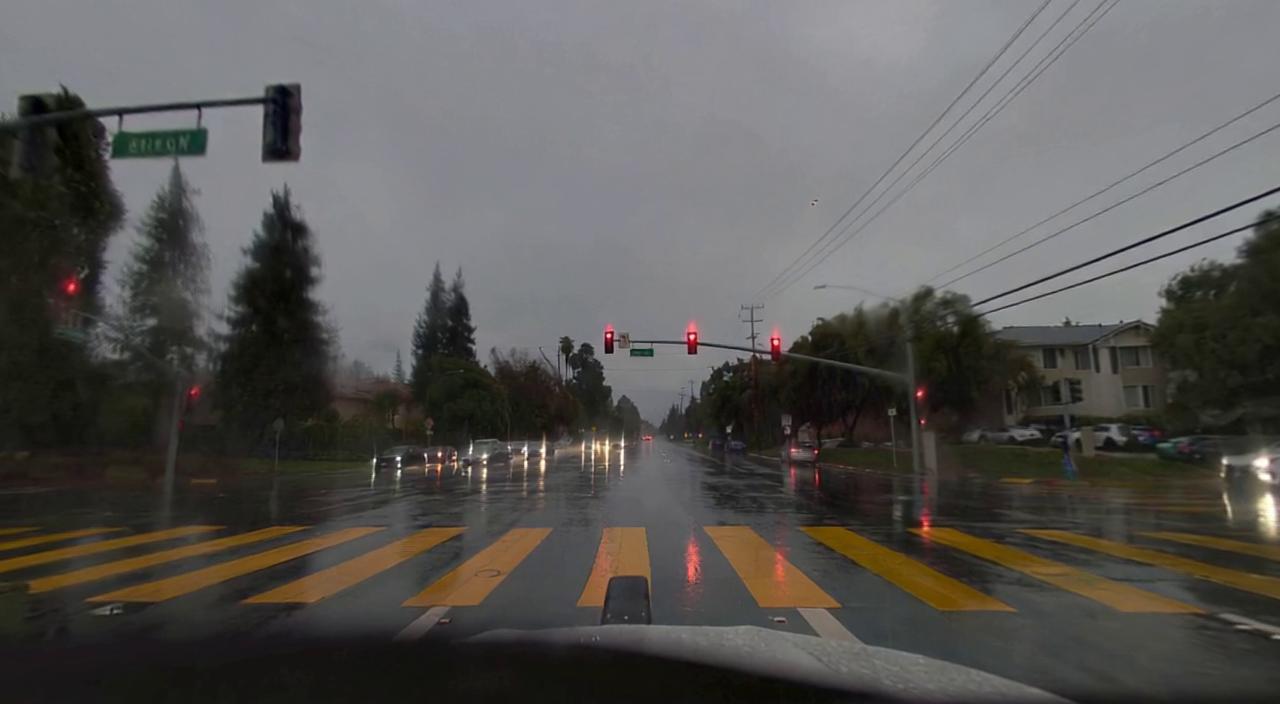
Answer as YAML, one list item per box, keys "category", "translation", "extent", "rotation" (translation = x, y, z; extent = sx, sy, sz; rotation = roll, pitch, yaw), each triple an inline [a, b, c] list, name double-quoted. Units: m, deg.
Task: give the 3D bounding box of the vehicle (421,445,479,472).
- category: "vehicle"
  translation: [-10.944, 6.121, 36.549]
  extent: [2.007, 1.451, 4.242]
  rotation: [0, -8, 0]

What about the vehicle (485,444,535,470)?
- category: "vehicle"
  translation: [-7.643, 6.183, 37.460]
  extent: [1.958, 1.415, 4.312]
  rotation: [0, -8, 1]

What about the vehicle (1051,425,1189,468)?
- category: "vehicle"
  translation: [25.304, 5.008, 33.560]
  extent: [2.177, 2.086, 5.514]
  rotation: [2, -9, -14]

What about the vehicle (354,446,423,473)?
- category: "vehicle"
  translation: [-14.616, 6.263, 36.910]
  extent: [2.035, 1.470, 4.677]
  rotation: [0, -8, 1]
